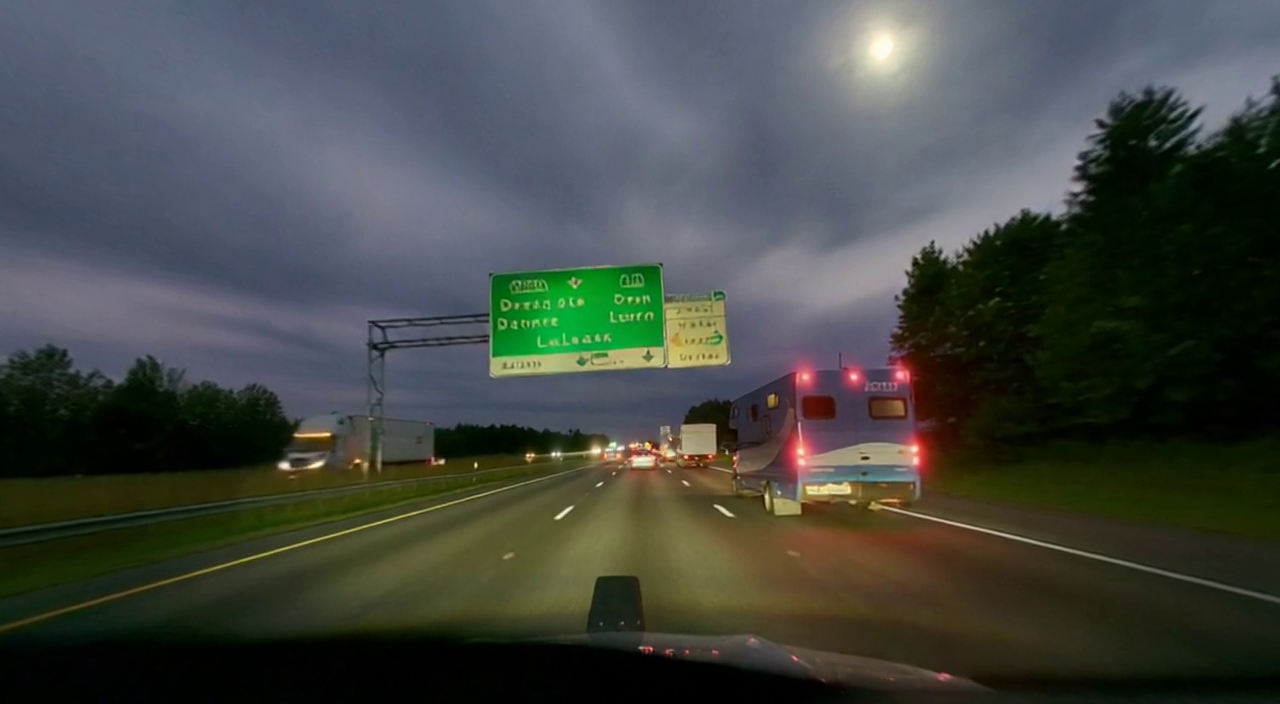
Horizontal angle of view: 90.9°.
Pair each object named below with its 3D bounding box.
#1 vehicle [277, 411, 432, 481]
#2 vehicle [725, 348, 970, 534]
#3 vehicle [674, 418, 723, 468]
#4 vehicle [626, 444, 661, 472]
[{"bbox_3d":[-19.191,6.706,44.692,3.059,3.980,16.984,0,-9,0],"label":"vehicle"},{"bbox_3d":[3.846,1.977,13.914,2.698,3.001,7.323,0,-9,-1],"label":"vehicle"},{"bbox_3d":[4.362,7.117,48.985,2.931,3.530,8.760,0,-9,0],"label":"vehicle"},{"bbox_3d":[0.231,6.879,40.967,2.151,1.678,3.923,0,-9,0],"label":"vehicle"}]
